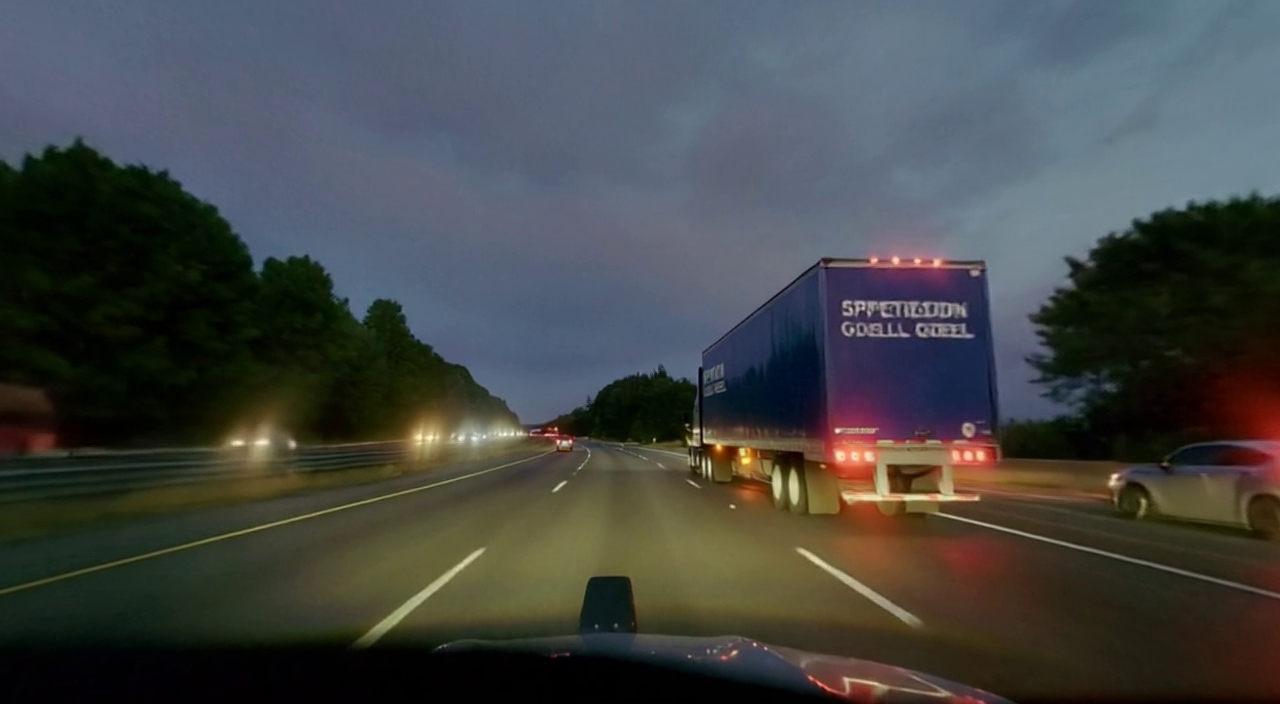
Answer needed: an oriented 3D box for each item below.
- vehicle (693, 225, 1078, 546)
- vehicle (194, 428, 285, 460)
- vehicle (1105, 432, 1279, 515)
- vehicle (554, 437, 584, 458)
[{"bbox_3d":[3.643,1.322,15.056,2.910,4.051,14.278,0,-8,-3],"label":"vehicle"},{"bbox_3d":[-19.838,4.583,31.427,1.861,1.482,4.200,0,-8,-2],"label":"vehicle"},{"bbox_3d":[13.537,2.628,14.033,1.975,1.655,4.814,2,-8,-14],"label":"vehicle"},{"bbox_3d":[-5.443,7.336,48.613,2.030,1.547,3.862,0,-8,-3],"label":"vehicle"}]
